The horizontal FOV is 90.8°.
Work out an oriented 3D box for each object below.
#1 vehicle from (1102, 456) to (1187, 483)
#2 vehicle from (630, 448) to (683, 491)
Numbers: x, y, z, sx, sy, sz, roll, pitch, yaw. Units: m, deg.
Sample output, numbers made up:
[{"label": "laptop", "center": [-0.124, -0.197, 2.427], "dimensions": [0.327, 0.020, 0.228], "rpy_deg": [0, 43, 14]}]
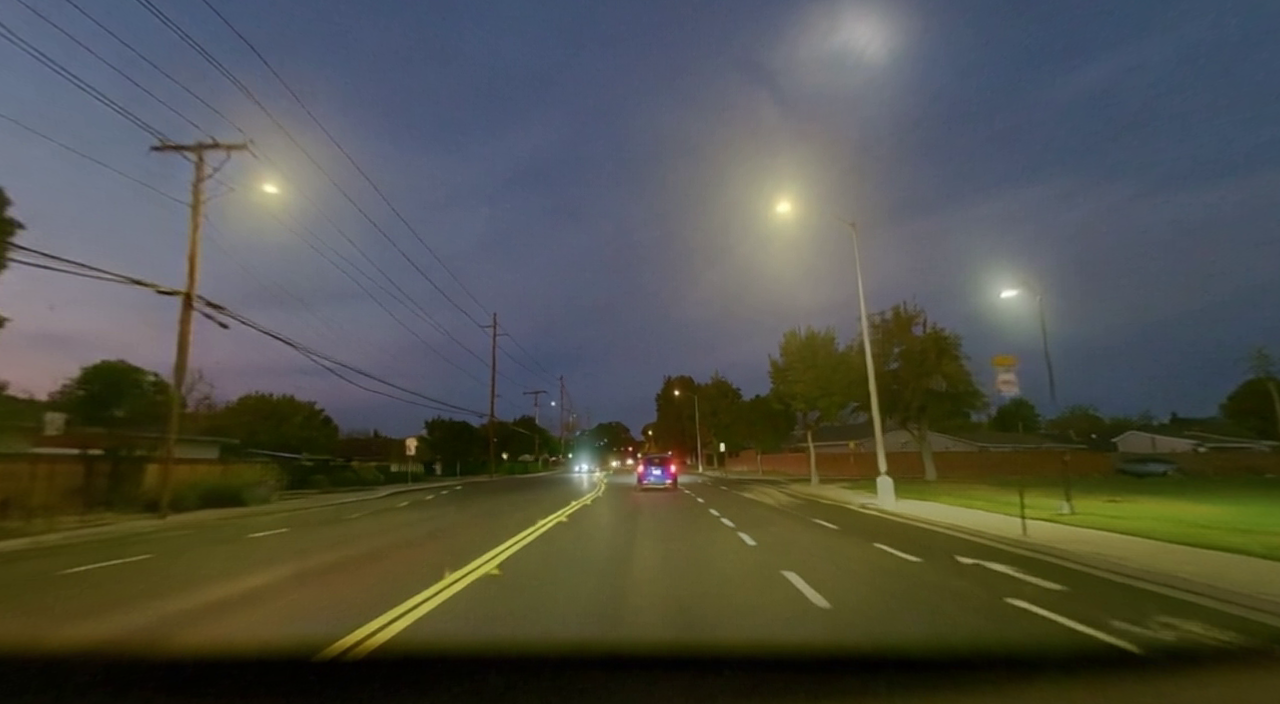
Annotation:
[{"label": "vehicle", "center": [36.876, 8.618, 46.277], "dimensions": [4.461, 1.828, 2.165], "rpy_deg": [1, -9, -5]}, {"label": "vehicle", "center": [0.652, 5.113, 27.802], "dimensions": [2.139, 1.699, 3.916], "rpy_deg": [0, -8, -1]}]
